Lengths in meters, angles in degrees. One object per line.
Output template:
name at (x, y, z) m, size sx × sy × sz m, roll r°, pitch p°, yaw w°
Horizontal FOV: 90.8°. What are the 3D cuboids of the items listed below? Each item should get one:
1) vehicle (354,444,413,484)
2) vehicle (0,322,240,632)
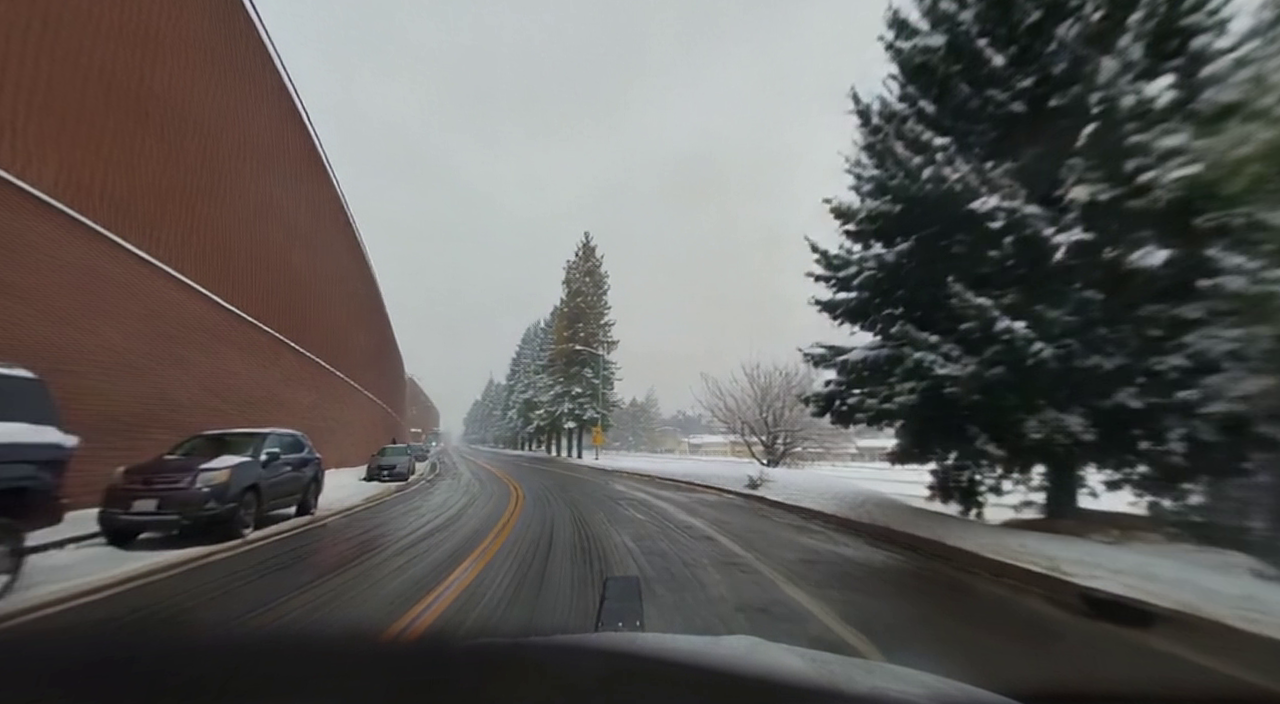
vehicle at (-10.861, 4.741, 27.033) m, size 1.877 × 1.507 × 4.363 m, roll 4°, pitch -9°, yaw -16°
vehicle at (-6.641, 0.876, 4.484) m, size 3.073 × 2.458 × 6.937 m, roll 2°, pitch -8°, yaw -1°
